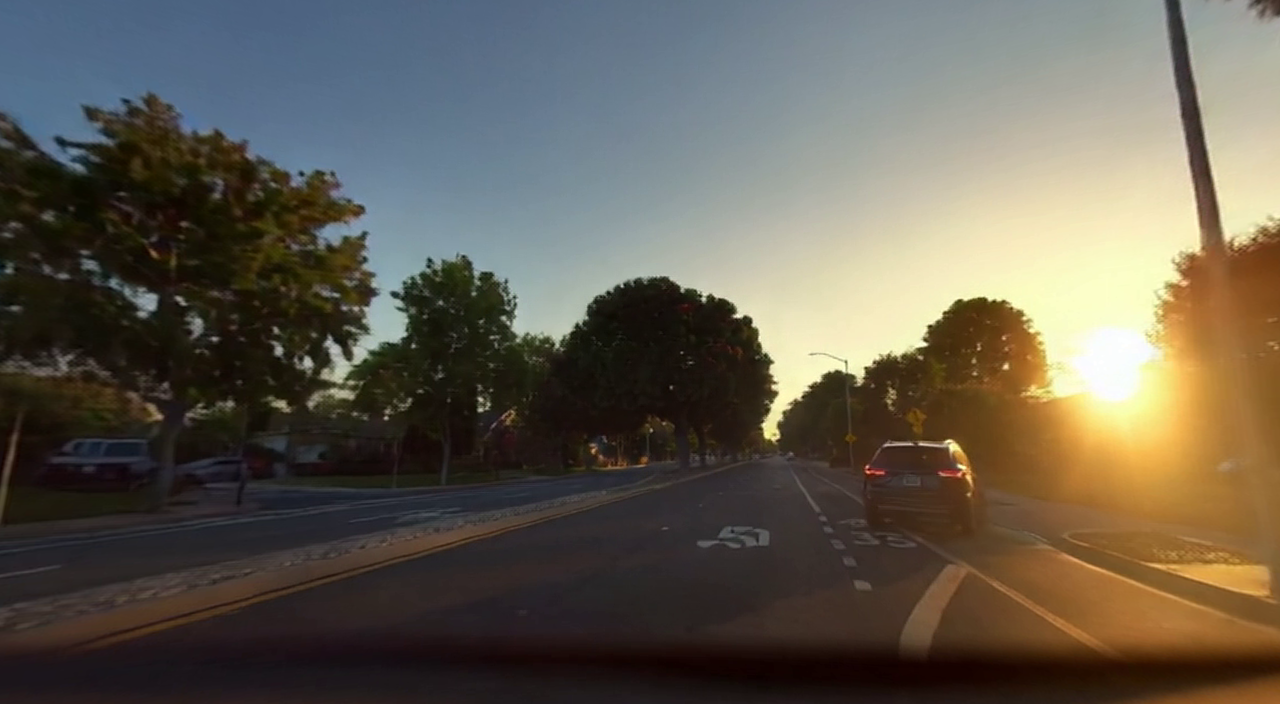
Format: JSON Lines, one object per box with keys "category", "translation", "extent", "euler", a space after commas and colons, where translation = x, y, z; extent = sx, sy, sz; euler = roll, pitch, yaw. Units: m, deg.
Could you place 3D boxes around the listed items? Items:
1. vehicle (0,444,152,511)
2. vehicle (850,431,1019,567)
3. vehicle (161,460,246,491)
{"category": "vehicle", "translation": [-25.340, 5.504, 28.073], "extent": [2.329, 2.631, 5.560], "euler": [-2, -9, 5]}
{"category": "vehicle", "translation": [5.169, 2.284, 10.687], "extent": [2.018, 1.733, 4.546], "euler": [-5, -10, 31]}
{"category": "vehicle", "translation": [-28.646, 8.117, 41.494], "extent": [1.918, 1.796, 4.703], "euler": [-1, -9, 6]}
